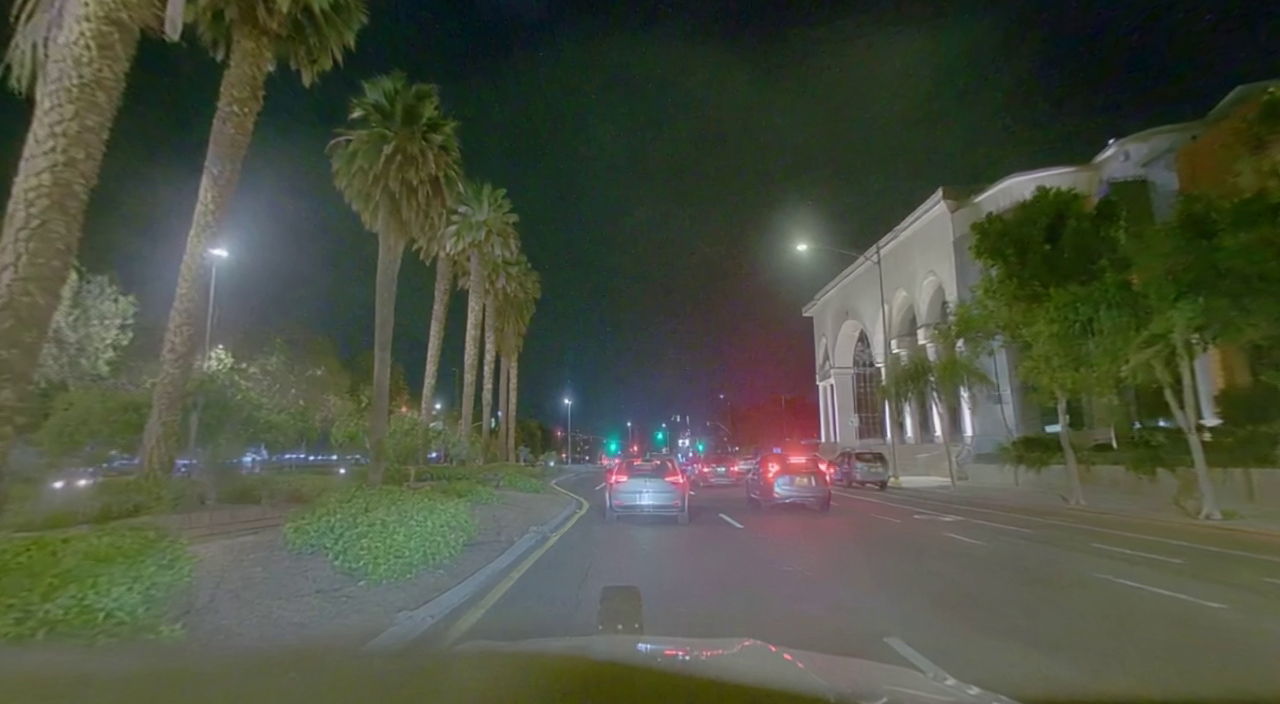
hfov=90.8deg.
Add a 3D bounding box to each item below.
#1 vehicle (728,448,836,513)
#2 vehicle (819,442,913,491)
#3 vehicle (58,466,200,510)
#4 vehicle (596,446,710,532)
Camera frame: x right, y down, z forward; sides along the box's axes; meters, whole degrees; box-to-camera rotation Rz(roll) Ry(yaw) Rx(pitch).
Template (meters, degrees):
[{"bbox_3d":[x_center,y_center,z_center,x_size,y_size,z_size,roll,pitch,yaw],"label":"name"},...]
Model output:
[{"bbox_3d":[3.605,3.315,16.837,1.833,1.465,4.258,0,-8,-1],"label":"vehicle"},{"bbox_3d":[8.799,4.483,25.119,1.994,1.715,4.777,0,-8,0],"label":"vehicle"},{"bbox_3d":[-20.673,5.490,25.866,1.990,1.481,4.509,0,-8,0],"label":"vehicle"},{"bbox_3d":[0.217,2.749,13.317,2.050,1.521,3.747,0,-8,-1],"label":"vehicle"}]
